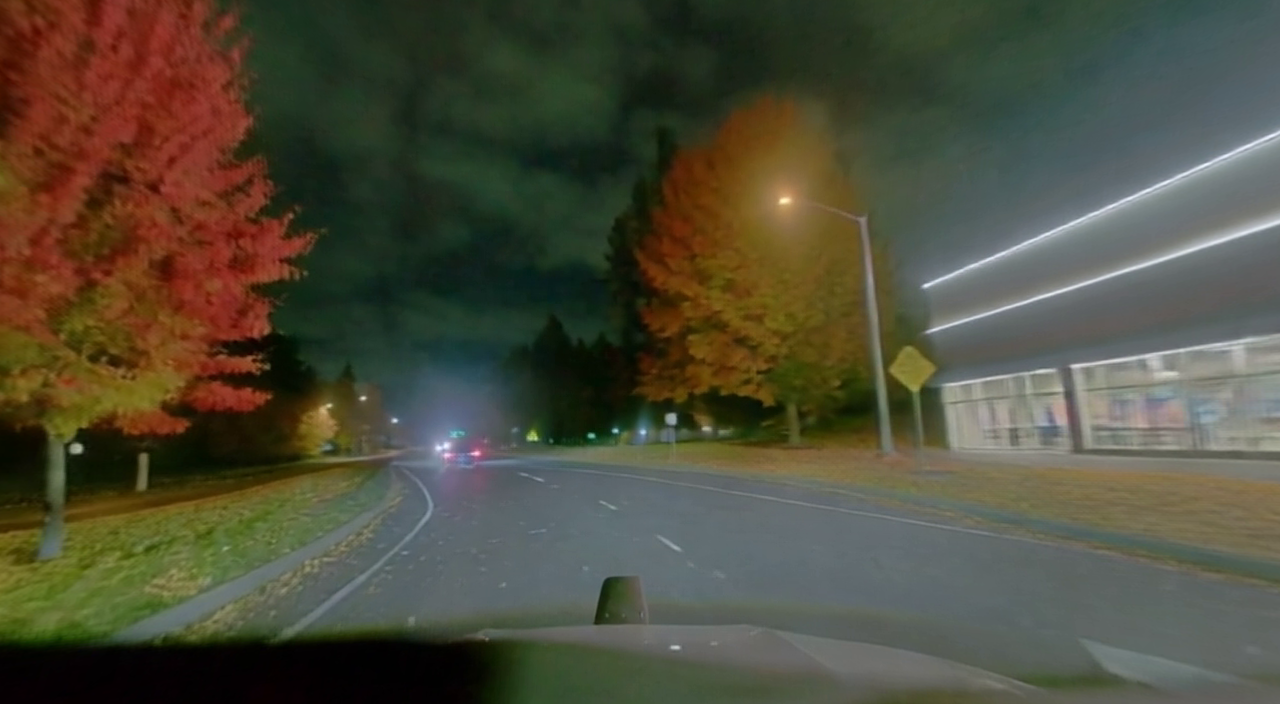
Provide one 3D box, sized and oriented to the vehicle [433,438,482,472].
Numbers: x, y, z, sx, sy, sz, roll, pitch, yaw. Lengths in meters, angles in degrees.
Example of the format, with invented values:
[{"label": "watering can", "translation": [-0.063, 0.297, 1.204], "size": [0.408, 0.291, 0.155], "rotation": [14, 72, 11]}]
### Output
[{"label": "vehicle", "translation": [-10.577, 5.860, 36.221], "size": [2.146, 1.814, 5.110], "rotation": [3, -9, -21]}]
